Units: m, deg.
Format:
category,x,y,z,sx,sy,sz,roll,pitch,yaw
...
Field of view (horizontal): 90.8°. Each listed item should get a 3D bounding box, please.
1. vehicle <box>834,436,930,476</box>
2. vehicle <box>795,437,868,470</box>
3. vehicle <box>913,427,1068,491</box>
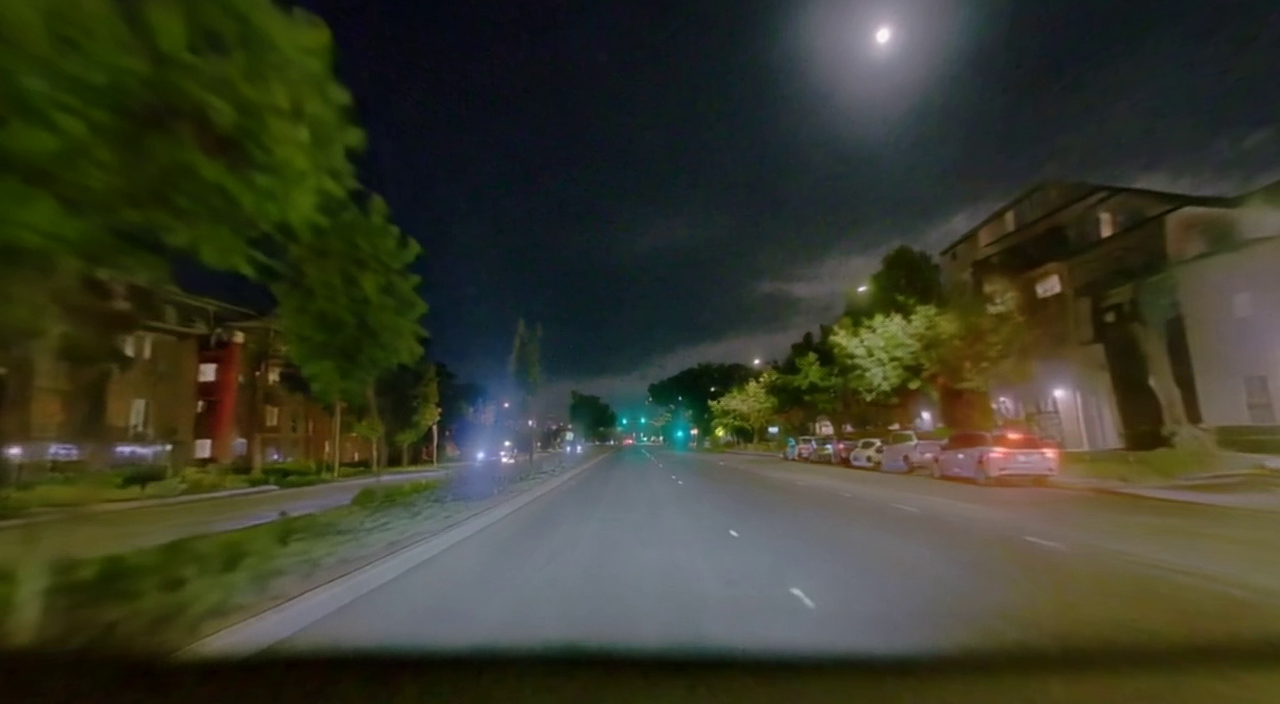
category,x,y,z,sx,sy,sz,roll,pitch,yaw
vehicle,9.652,4.195,25.657,1.930,1.453,4.665,0,-8,-1
vehicle,9.446,5.049,31.607,1.898,1.477,4.695,1,-8,-4
vehicle,9.831,3.037,18.182,1.970,1.610,4.247,0,-8,-1
